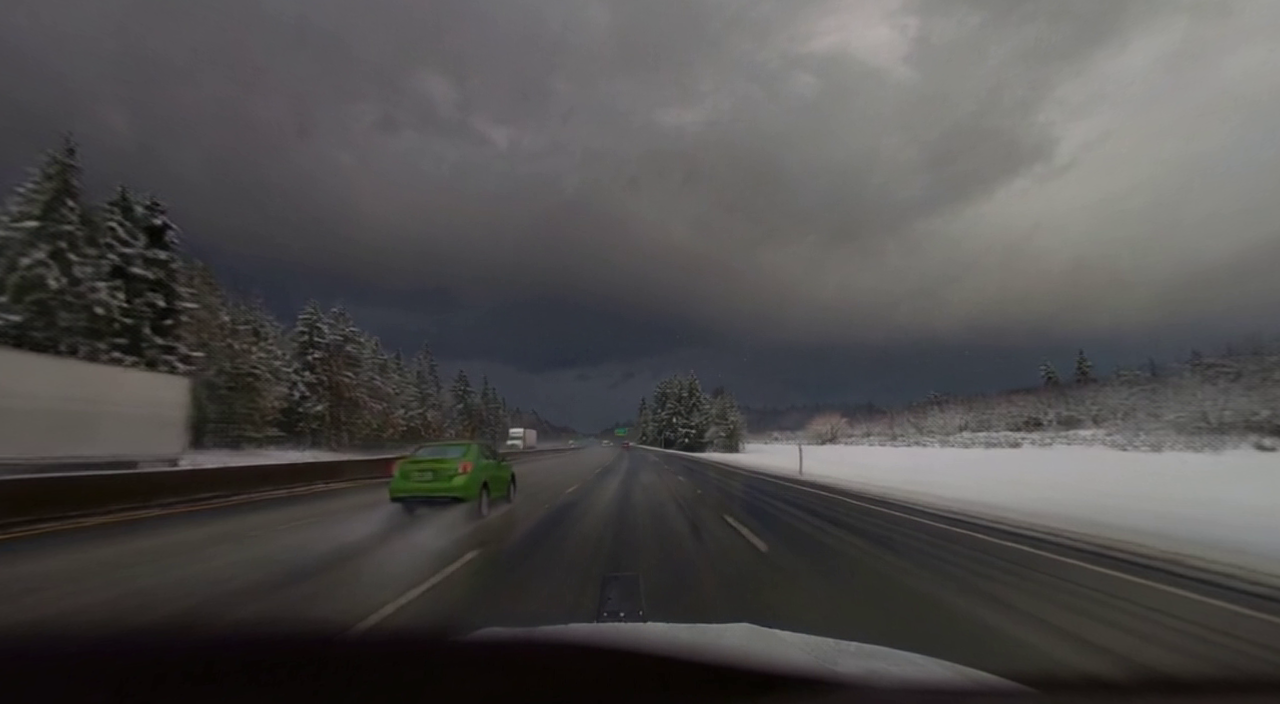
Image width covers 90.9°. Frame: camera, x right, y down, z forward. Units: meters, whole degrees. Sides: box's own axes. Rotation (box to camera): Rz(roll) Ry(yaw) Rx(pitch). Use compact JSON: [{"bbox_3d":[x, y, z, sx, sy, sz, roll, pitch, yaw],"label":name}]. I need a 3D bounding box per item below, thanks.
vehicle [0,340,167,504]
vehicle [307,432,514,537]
[{"bbox_3d":[-17.297,1.918,16.796,2.873,4.028,8.146,0,-9,0],"label":"vehicle"},{"bbox_3d":[-3.938,2.366,11.909,2.083,1.560,4.713,0,-9,1],"label":"vehicle"}]
